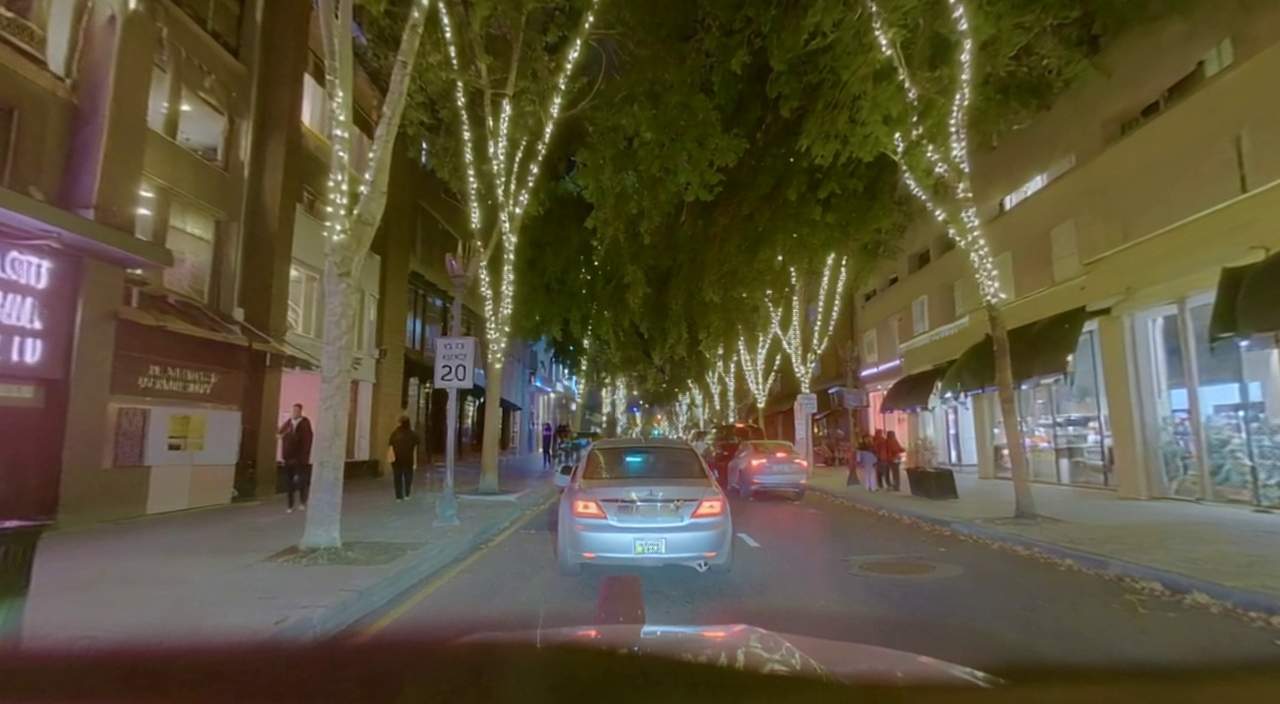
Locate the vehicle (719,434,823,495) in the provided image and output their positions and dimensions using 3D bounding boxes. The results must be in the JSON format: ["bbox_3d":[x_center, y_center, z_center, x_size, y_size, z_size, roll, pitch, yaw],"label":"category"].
[{"bbox_3d":[3.618,3.196,18.351,2.025,1.523,4.426,0,-9,0],"label":"vehicle"}]

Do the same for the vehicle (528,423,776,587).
[{"bbox_3d":[0.085,1.715,7.917,2.261,1.474,4.130,0,-8,-1],"label":"vehicle"}]
